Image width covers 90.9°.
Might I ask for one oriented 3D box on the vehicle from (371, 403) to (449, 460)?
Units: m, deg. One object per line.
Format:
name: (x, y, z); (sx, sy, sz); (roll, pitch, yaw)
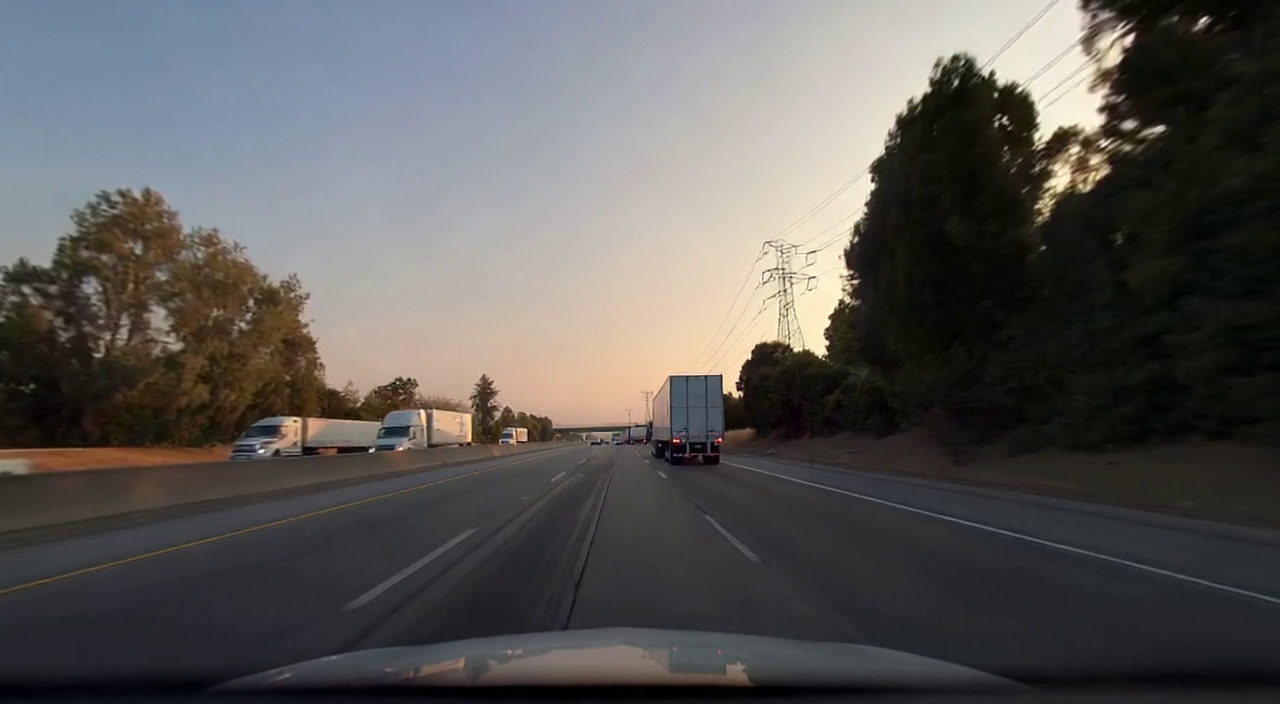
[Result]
vehicle: (-16.753, 5.904, 46.625); (3.034, 3.819, 7.828); (0, -8, -2)

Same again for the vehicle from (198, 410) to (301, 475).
vehicle: (-21.036, 4.898, 34.263); (2.856, 3.327, 4.179); (0, -8, -2)

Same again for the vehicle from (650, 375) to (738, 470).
vehicle: (2.435, 3.961, 34.104); (2.905, 4.080, 14.157); (0, -8, -2)
